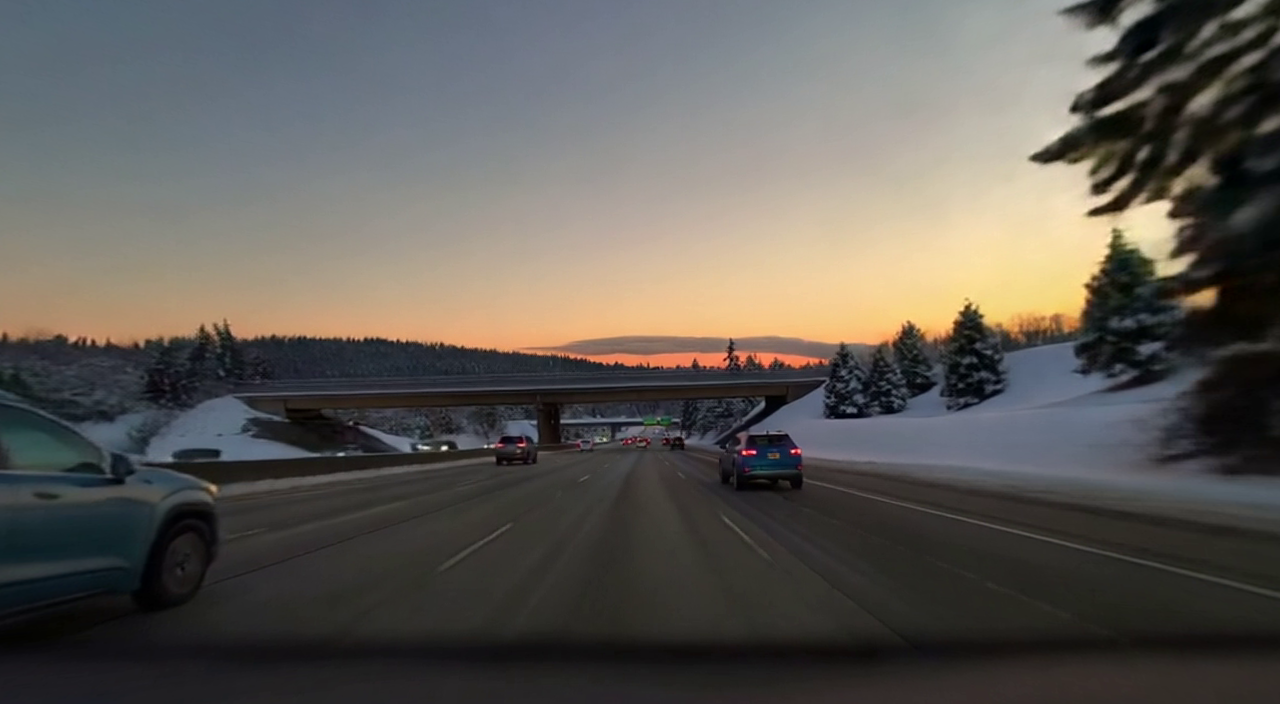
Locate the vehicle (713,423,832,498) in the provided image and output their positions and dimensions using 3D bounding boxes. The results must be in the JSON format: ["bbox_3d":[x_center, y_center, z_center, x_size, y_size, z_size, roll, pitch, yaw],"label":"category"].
[{"bbox_3d":[3.373,2.883,17.172,2.185,1.749,4.477,0,-8,-1],"label":"vehicle"}]

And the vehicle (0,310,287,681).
[{"bbox_3d":[-4.276,0.759,3.386,2.018,1.872,4.728,0,-8,0],"label":"vehicle"}]

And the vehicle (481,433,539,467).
[{"bbox_3d":[-7.445,5.668,36.636,2.193,1.818,4.995,0,-8,1],"label":"vehicle"}]
